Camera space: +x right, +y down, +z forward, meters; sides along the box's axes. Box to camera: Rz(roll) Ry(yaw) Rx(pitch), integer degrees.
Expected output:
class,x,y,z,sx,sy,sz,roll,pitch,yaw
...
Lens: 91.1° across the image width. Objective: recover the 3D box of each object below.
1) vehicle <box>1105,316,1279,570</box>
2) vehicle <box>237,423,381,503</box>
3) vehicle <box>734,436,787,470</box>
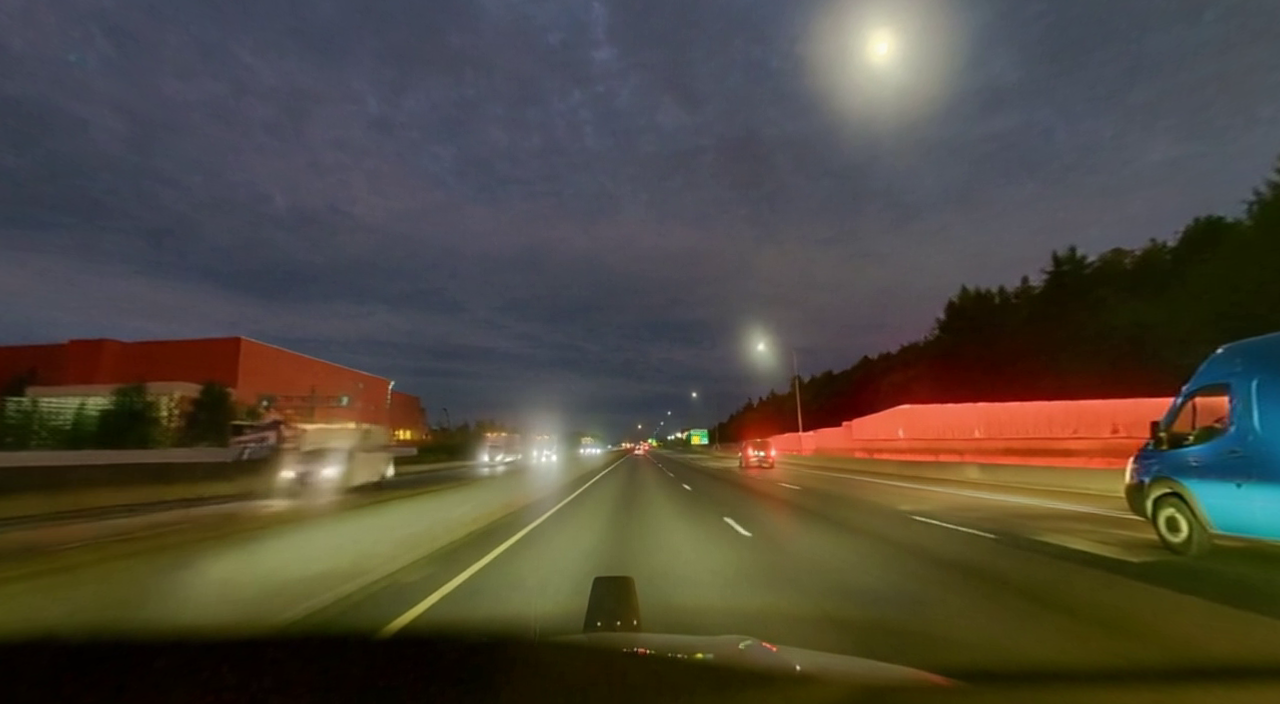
class,x,y,z,sx,sy,sz,roll,pitch,yaw
vehicle,7.861,0.835,5.847,2.283,2.631,6.053,0,-9,-1
vehicle,-12.217,4.130,23.849,2.195,2.631,5.906,0,-9,0
vehicle,7.288,6.159,38.492,2.156,1.943,5.010,0,-9,-1
